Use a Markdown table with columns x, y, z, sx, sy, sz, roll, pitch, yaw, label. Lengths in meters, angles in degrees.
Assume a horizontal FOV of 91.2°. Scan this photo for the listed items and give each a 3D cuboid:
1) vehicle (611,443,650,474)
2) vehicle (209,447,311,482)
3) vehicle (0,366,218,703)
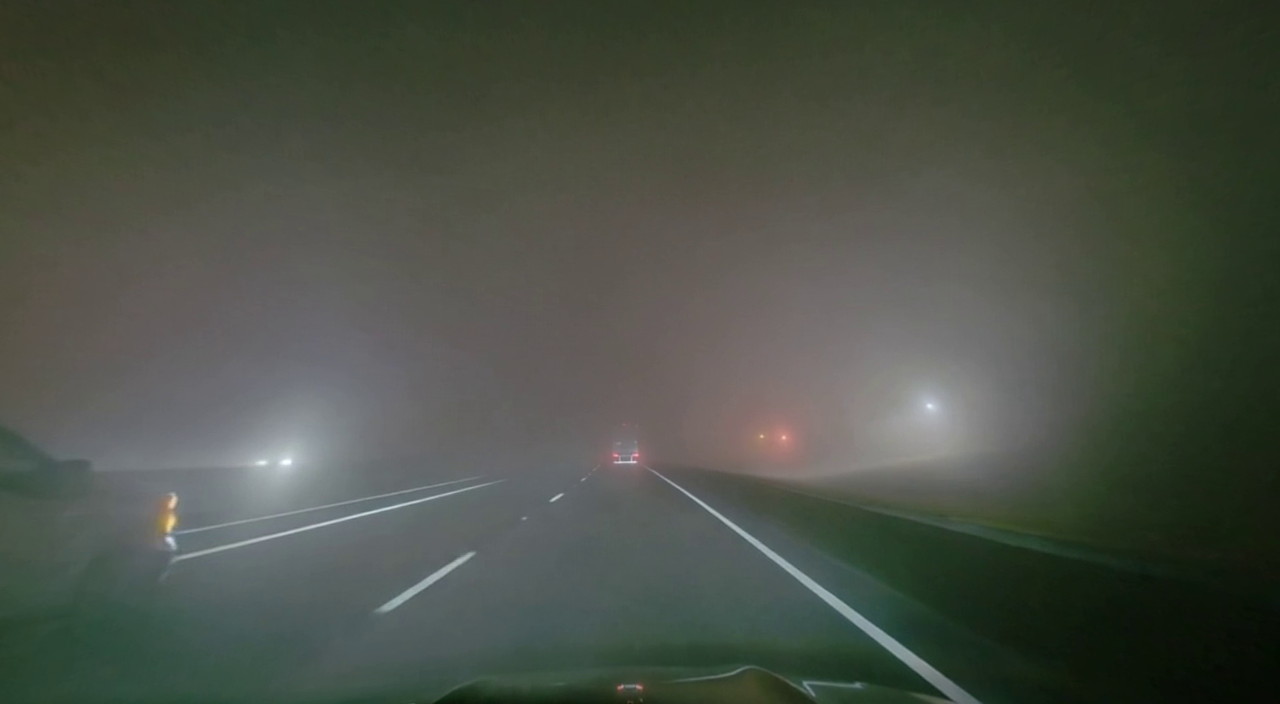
| x | y | z | sx | sy | sz | roll | pitch | yaw | label |
| --- | --- | --- | --- | --- | --- | --- | --- | --- | --- |
| -0.597 | 6.425 | 37.863 | 2.230 | 1.715 | 4.243 | 0 | -9 | -1 | vehicle |
| -17.849 | 5.290 | 29.740 | 1.937 | 1.513 | 4.686 | 0 | -9 | -1 | vehicle |
| -4.022 | 0.757 | 1.916 | 2.181 | 1.653 | 4.691 | 0 | -9 | 0 | vehicle |
